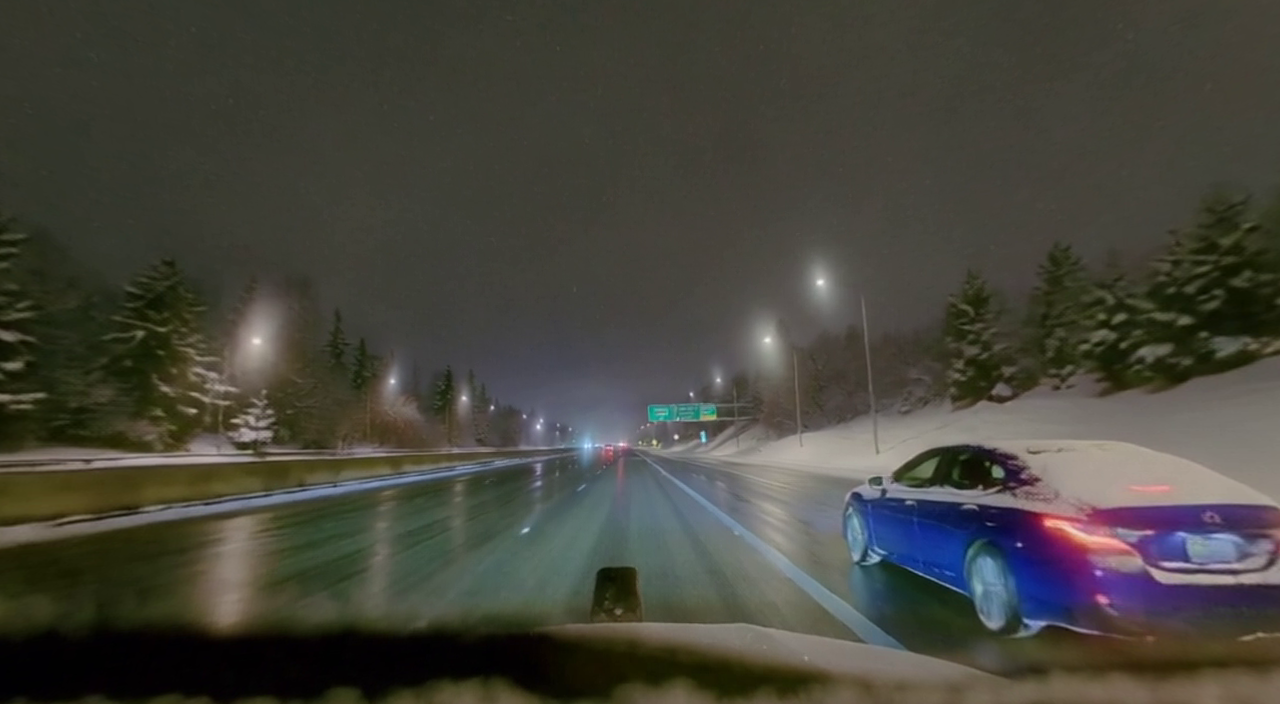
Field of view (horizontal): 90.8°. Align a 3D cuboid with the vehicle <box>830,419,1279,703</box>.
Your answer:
[{"bbox_3d":[3.487,1.449,5.717,1.989,1.479,4.670,0,-8,-1],"label":"vehicle"}]
